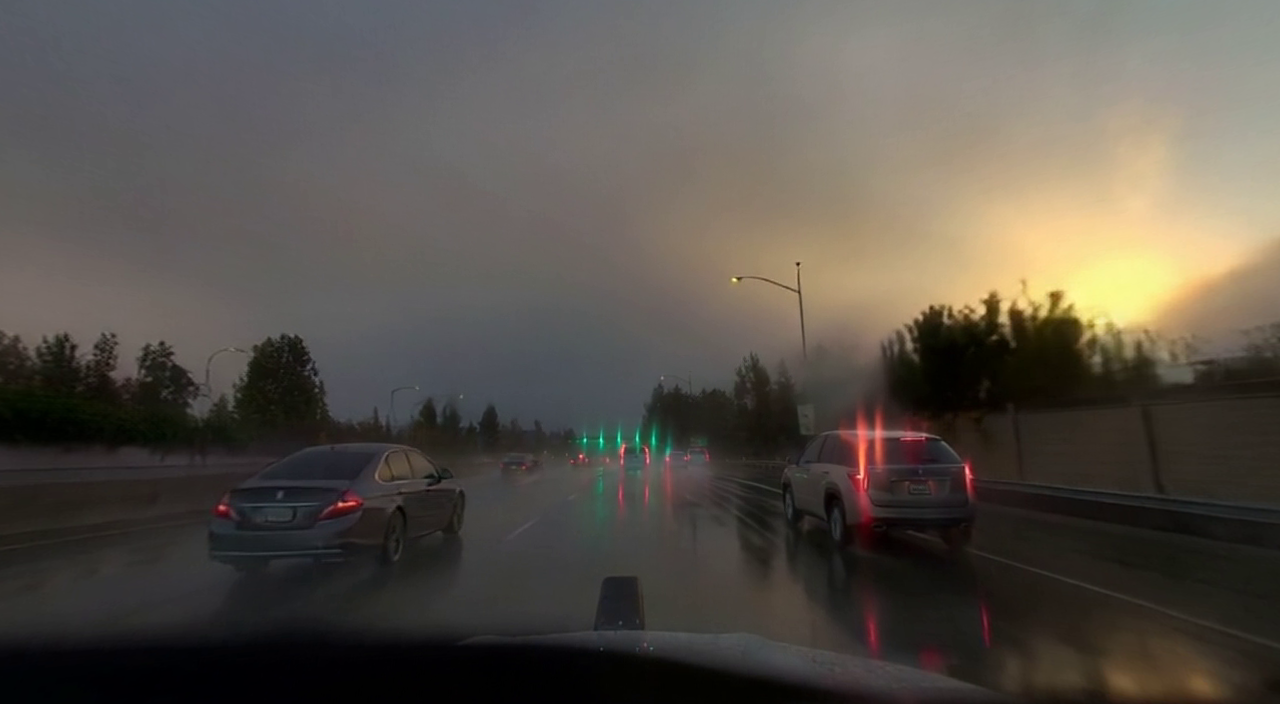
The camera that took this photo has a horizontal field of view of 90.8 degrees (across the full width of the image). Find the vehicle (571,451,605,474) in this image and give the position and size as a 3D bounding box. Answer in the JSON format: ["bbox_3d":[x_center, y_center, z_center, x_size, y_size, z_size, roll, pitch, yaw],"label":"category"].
[{"bbox_3d":[-3.657,7.860,45.133,1.968,1.473,4.209,0,-8,1],"label":"vehicle"}]

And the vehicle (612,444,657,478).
[{"bbox_3d":[-0.295,6.114,35.702,2.408,1.748,4.217,0,-8,0],"label":"vehicle"}]

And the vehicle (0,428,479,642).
[{"bbox_3d":[-3.507,1.667,6.982,2.130,1.514,4.766,0,-8,1],"label":"vehicle"}]

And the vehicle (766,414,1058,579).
[{"bbox_3d":[3.326,1.856,8.977,2.029,1.716,4.545,0,-8,-1],"label":"vehicle"}]

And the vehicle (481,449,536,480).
[{"bbox_3d":[-6.947,6.009,33.903,1.980,1.519,4.147,0,-8,1],"label":"vehicle"}]

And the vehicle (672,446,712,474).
[{"bbox_3d":[3.440,7.189,42.403,2.320,1.735,4.408,0,-8,0],"label":"vehicle"}]
